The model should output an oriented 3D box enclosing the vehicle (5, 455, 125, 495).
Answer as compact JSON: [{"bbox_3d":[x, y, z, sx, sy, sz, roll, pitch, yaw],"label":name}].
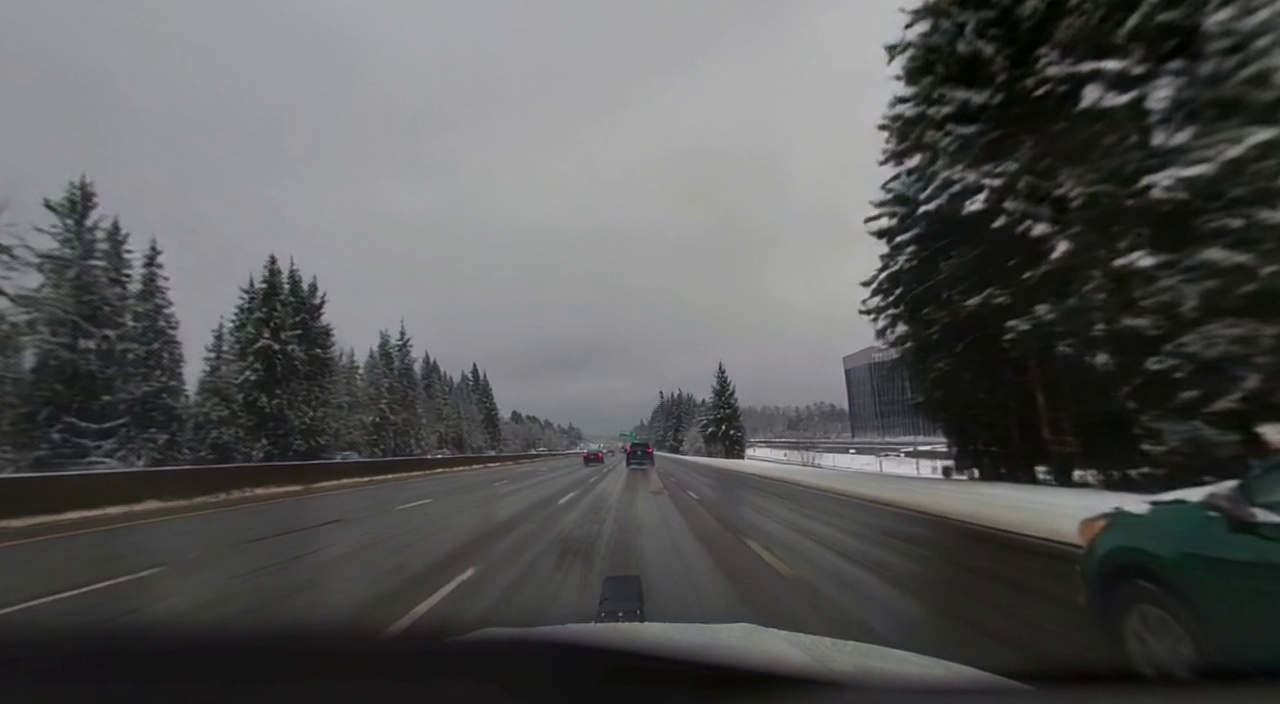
[{"bbox_3d":[-31.161,6.632,34.329,2.041,1.960,4.718,0,-9,-1],"label":"vehicle"}]

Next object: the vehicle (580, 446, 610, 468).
[{"bbox_3d":[-3.487,8.205,49.364,2.049,1.659,4.183,0,-9,0],"label":"vehicle"}]

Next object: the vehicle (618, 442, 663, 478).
[{"bbox_3d":[-0.004,5.853,34.476,2.302,1.810,4.707,0,-8,-1],"label":"vehicle"}]
